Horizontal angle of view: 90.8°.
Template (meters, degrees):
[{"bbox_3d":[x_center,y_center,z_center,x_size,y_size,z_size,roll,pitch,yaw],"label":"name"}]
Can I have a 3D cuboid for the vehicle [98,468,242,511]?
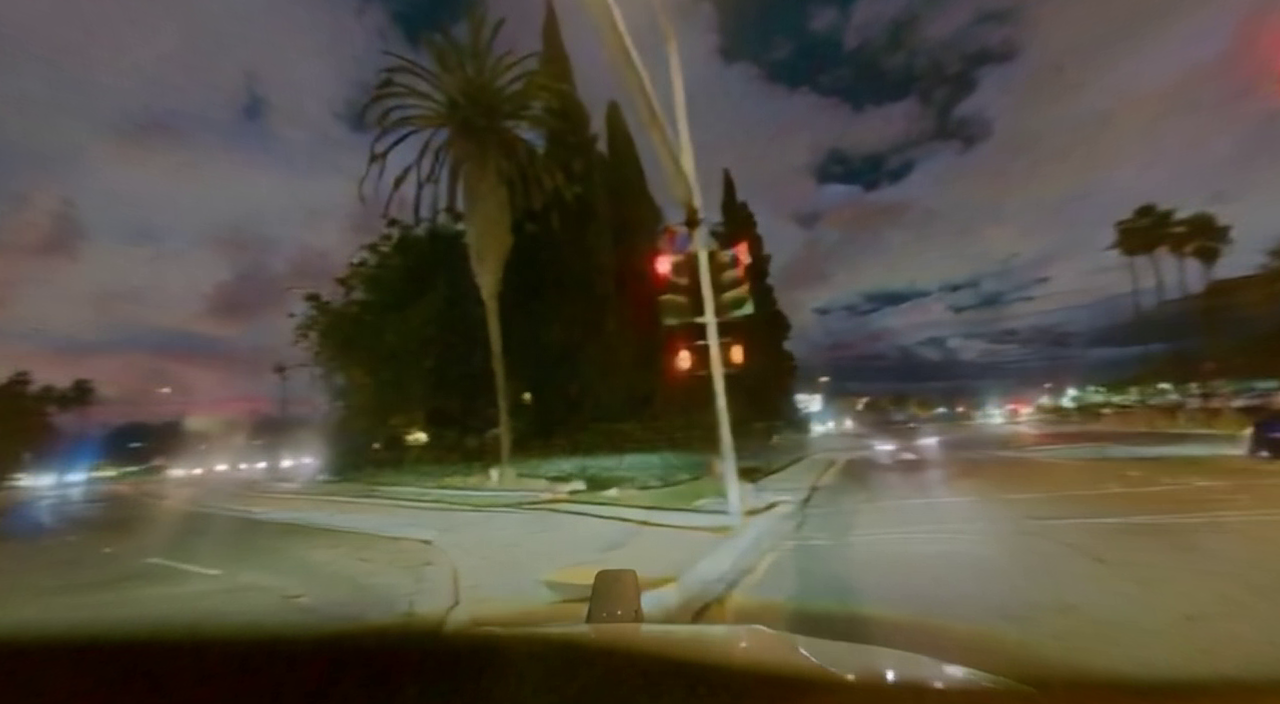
[{"bbox_3d":[-19.049,5.561,25.911,2.085,1.398,4.355,-2,-9,12],"label":"vehicle"}]

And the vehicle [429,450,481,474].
[{"bbox_3d":[-12.312,7.339,42.296,1.787,1.464,3.877,-3,-9,10],"label":"vehicle"}]

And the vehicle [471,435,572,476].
[{"bbox_3d":[-5.538,4.777,29.465,4.286,1.569,2.068,-4,-4,29],"label":"vehicle"}]

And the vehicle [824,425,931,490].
[{"bbox_3d":[6.365,2.865,17.481,1.951,1.546,4.597,-2,-8,11],"label":"vehicle"}]

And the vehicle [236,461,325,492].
[{"bbox_3d":[-20.200,6.988,35.686,1.997,1.459,4.199,-2,-8,12],"label":"vehicle"}]

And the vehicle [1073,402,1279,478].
[{"bbox_3d":[12.612,2.106,14.994,2.068,1.509,4.687,-2,-8,11],"label":"vehicle"}]

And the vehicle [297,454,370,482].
[{"bbox_3d":[-20.203,7.624,41.831,1.867,1.433,4.377,8,-7,12],"label":"vehicle"}]

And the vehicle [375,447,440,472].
[{"bbox_3d":[-15.383,7.156,42.012,1.992,1.533,4.178,-3,-10,15],"label":"vehicle"}]
